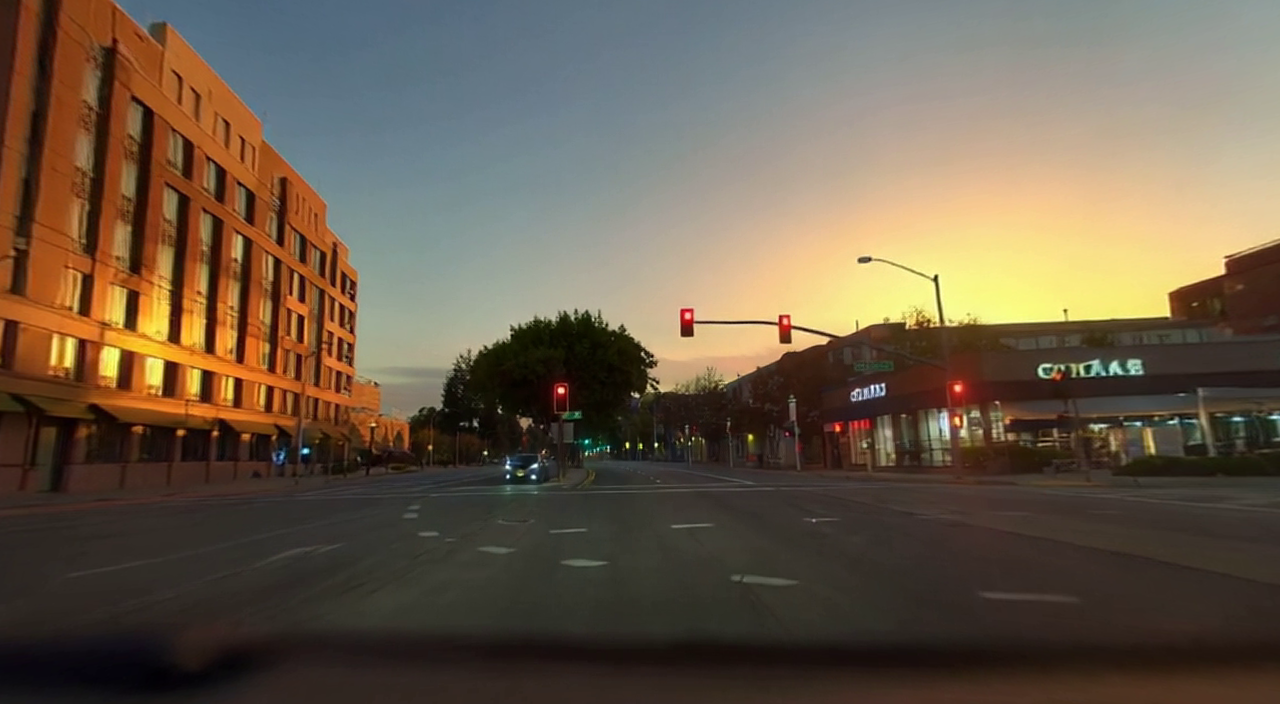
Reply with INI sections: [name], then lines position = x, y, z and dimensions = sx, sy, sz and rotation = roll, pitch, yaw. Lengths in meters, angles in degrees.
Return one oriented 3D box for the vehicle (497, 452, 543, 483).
[vehicle]
position = -6.369, 6.158, 33.953
dimensions = 1.894, 1.474, 4.332
rotation = 0, -8, -3
